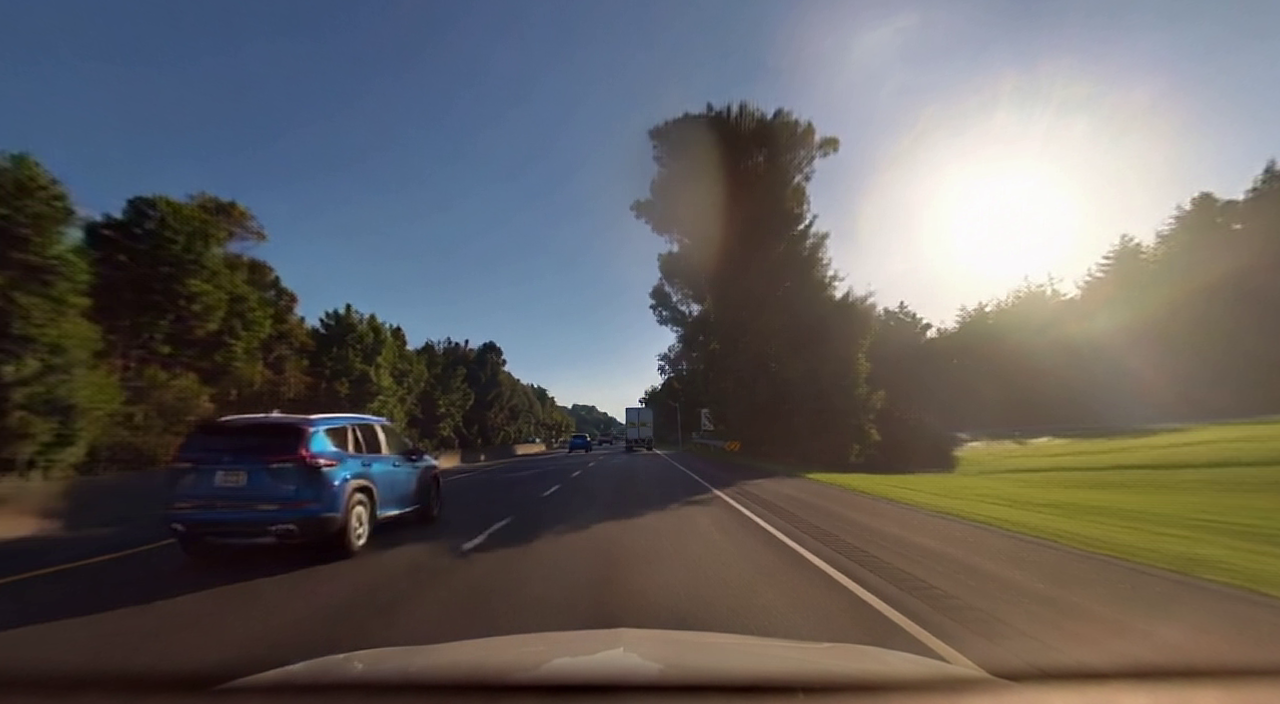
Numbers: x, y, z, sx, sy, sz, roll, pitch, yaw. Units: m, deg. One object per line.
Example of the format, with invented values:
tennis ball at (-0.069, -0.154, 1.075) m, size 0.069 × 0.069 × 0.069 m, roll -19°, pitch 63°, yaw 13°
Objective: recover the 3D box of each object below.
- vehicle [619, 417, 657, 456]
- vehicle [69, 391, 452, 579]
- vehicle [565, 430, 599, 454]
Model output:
vehicle at (-0.175, 5.932, 44.096) m, size 2.526 × 2.531 × 5.026 m, roll 0°, pitch -8°, yaw -1°
vehicle at (-4.012, 1.471, 7.796) m, size 2.045 × 1.655 × 4.301 m, roll 0°, pitch -8°, yaw 0°
vehicle at (-4.255, 6.700, 46.942) m, size 2.049 × 1.726 × 4.291 m, roll 0°, pitch -8°, yaw 0°
